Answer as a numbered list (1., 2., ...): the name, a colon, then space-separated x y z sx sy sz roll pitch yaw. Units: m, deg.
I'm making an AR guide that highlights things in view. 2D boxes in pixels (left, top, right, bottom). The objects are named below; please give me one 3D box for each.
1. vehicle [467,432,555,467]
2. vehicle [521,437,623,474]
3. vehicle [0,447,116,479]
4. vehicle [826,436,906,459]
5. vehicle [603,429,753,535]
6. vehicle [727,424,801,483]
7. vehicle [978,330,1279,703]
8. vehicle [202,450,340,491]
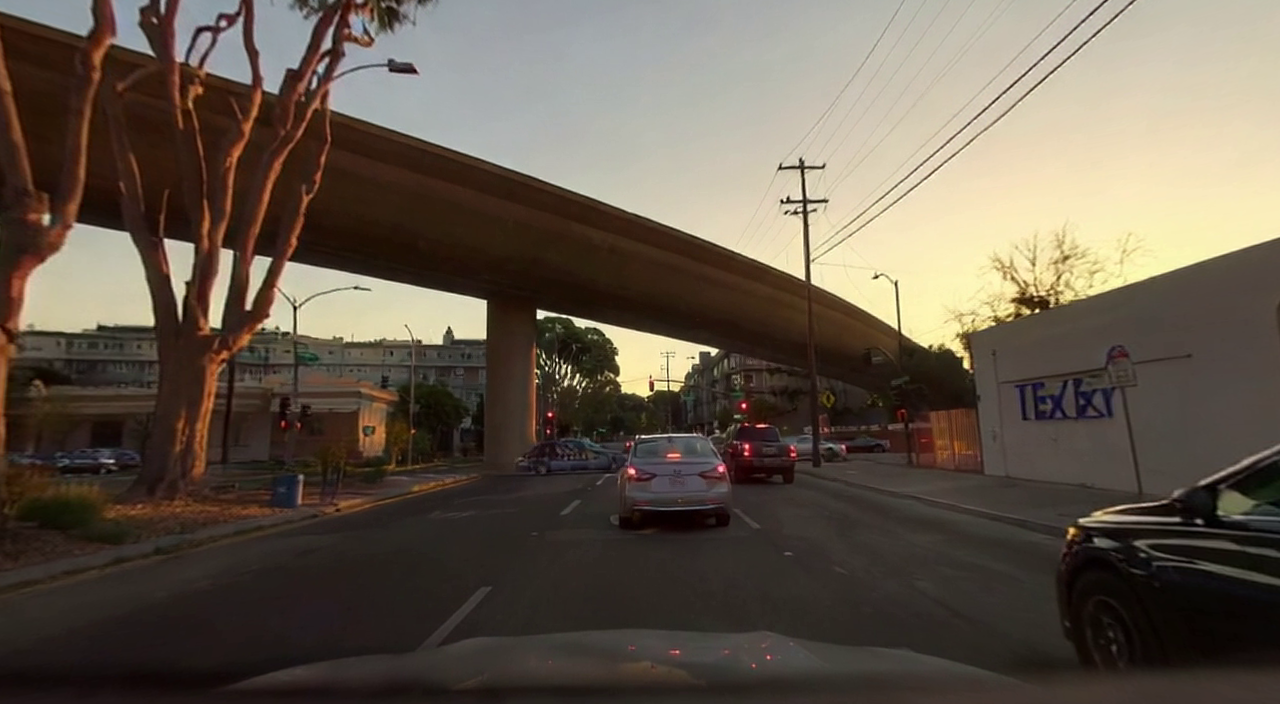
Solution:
1. vehicle: -7.610 5.851 37.943 2.322 1.916 5.640 -4 -9 23
2. vehicle: -3.179 4.892 30.058 4.546 1.611 1.832 6 -10 -37
3. vehicle: -31.860 6.072 34.554 4.474 1.673 2.010 0 -8 1
4. vehicle: 14.564 6.188 40.796 4.498 1.439 1.842 0 -8 -1
5. vehicle: 0.562 2.144 11.026 2.101 1.467 4.210 0 -8 1
6. vehicle: 4.529 3.778 23.745 2.080 1.999 4.379 -1 -8 2
7. vehicle: 3.506 0.797 2.327 2.062 1.781 4.488 0 -8 1
8. vehicle: -14.668 4.680 25.316 1.873 1.462 4.283 -6 -10 32
